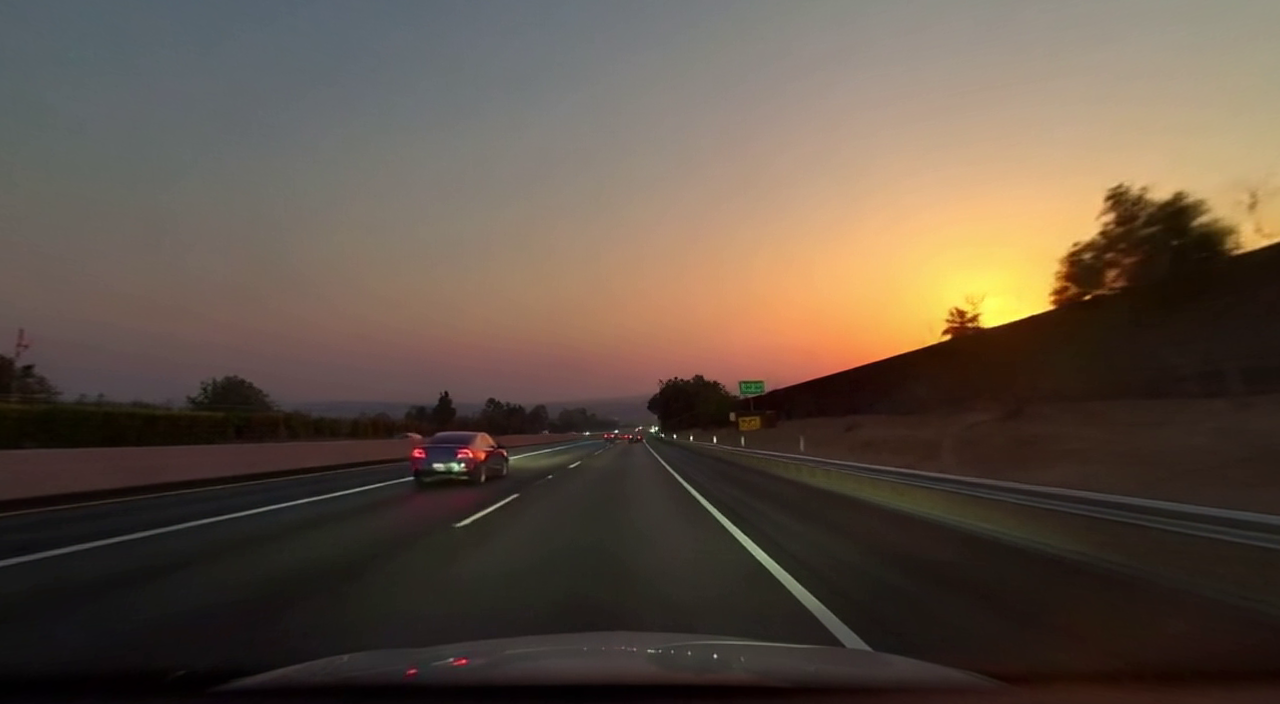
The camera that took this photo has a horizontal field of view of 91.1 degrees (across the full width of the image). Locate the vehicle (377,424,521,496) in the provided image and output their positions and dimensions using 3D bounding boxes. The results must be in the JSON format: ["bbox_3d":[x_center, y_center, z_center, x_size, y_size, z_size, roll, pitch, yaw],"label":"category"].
[{"bbox_3d":[-4.600,2.658,16.080,2.149,1.532,4.905,0,-8,0],"label":"vehicle"}]
